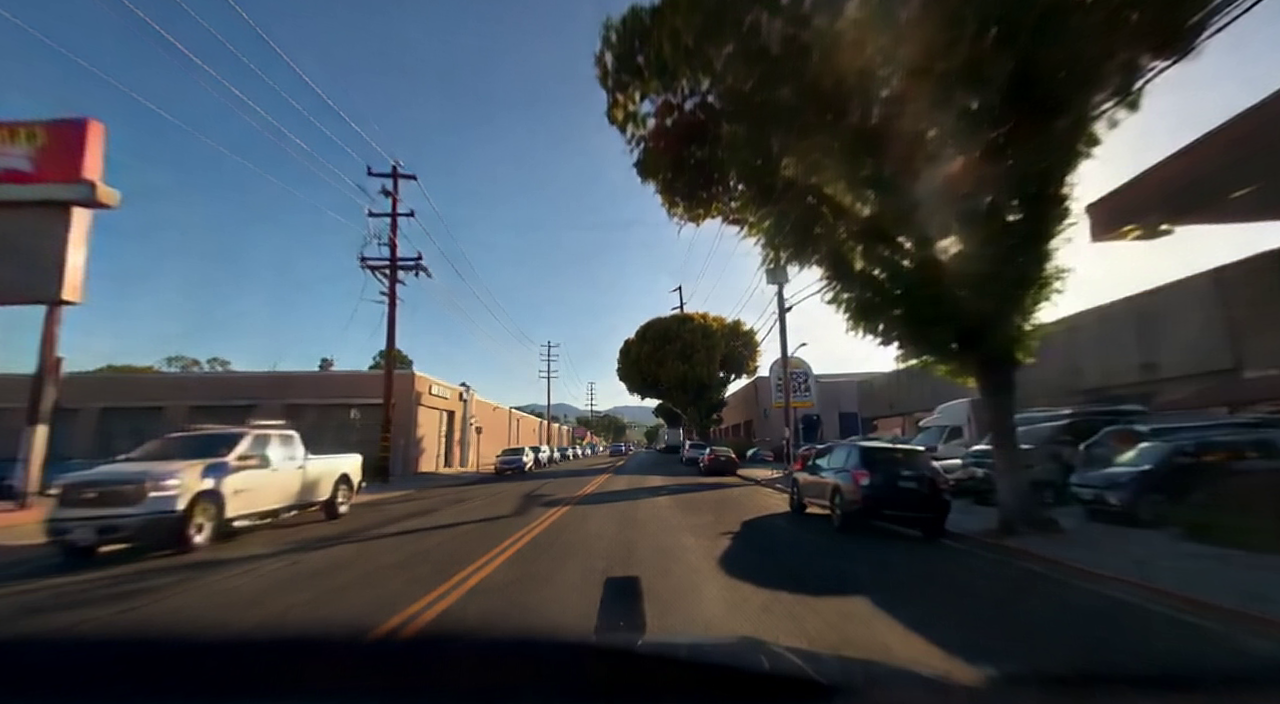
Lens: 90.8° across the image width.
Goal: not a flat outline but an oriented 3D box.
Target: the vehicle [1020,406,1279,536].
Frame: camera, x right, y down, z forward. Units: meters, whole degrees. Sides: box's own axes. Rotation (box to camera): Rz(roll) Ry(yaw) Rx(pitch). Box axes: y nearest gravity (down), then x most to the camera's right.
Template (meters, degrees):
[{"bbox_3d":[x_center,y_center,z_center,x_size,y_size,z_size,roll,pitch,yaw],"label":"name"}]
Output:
[{"bbox_3d":[9.722,1.953,10.933,4.825,1.878,2.050,-3,-8,0],"label":"vehicle"}]

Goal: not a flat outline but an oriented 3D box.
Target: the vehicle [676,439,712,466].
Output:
[{"bbox_3d":[4.082,7.728,48.777,2.218,1.956,5.916,0,-8,-1],"label":"vehicle"}]

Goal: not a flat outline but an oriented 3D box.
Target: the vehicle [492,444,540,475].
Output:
[{"bbox_3d":[-7.595,6.632,39.189,2.194,1.775,4.482,0,-8,-1],"label":"vehicle"}]

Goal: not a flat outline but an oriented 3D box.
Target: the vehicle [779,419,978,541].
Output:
[{"bbox_3d":[4.278,2.360,12.328,2.087,1.892,4.579,0,-8,0],"label":"vehicle"}]

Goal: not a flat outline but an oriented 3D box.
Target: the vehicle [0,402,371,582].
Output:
[{"bbox_3d":[-7.567,2.221,11.291,2.692,2.152,6.686,-2,-8,-1],"label":"vehicle"}]

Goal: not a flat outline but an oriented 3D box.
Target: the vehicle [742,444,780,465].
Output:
[{"bbox_3d":[8.987,7.676,47.265,1.798,1.370,4.191,-2,-9,-3],"label":"vehicle"}]

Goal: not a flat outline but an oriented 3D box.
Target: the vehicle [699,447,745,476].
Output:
[{"bbox_3d":[4.442,5.954,34.750,1.919,1.453,4.425,0,-8,0],"label":"vehicle"}]
